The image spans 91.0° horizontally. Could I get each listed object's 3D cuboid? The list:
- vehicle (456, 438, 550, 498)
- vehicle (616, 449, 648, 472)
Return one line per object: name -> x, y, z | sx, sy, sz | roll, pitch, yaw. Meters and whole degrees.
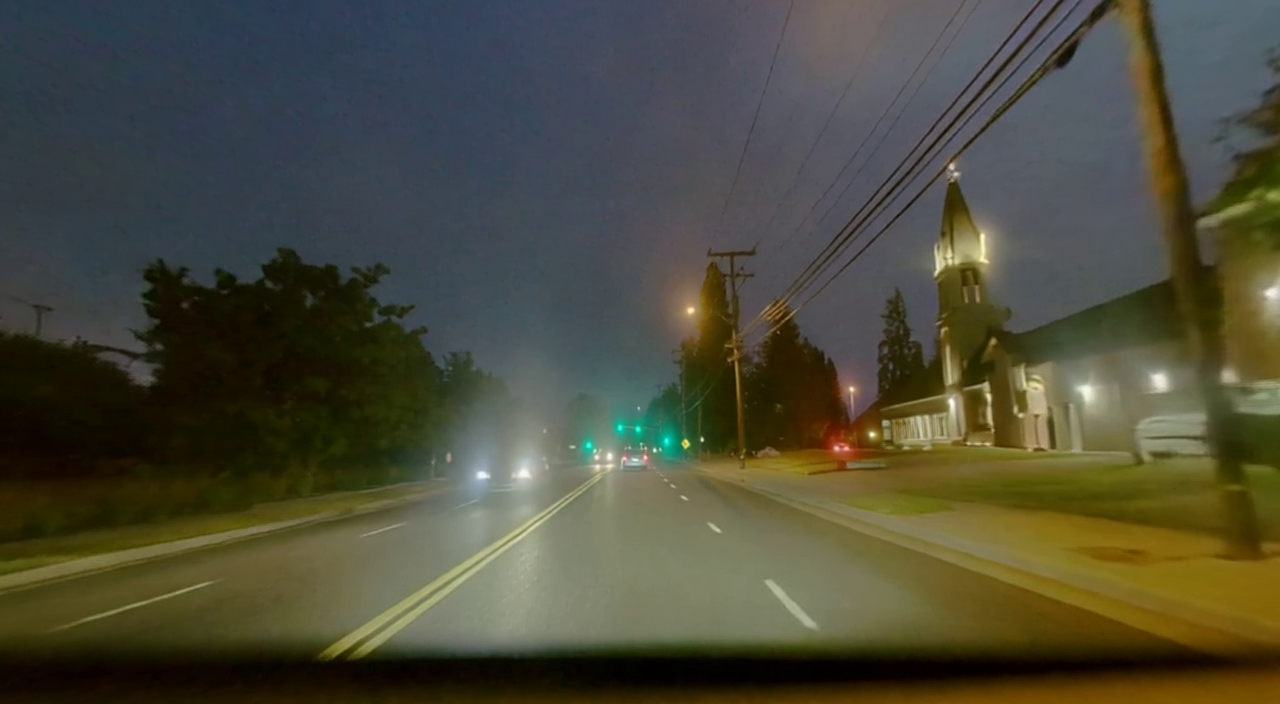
vehicle -> -4.793, 4.156, 22.931 | 2.212, 1.906, 4.958 | 0, -9, 1
vehicle -> -0.564, 7.458, 43.488 | 2.093, 1.497, 4.010 | 0, -9, -1
